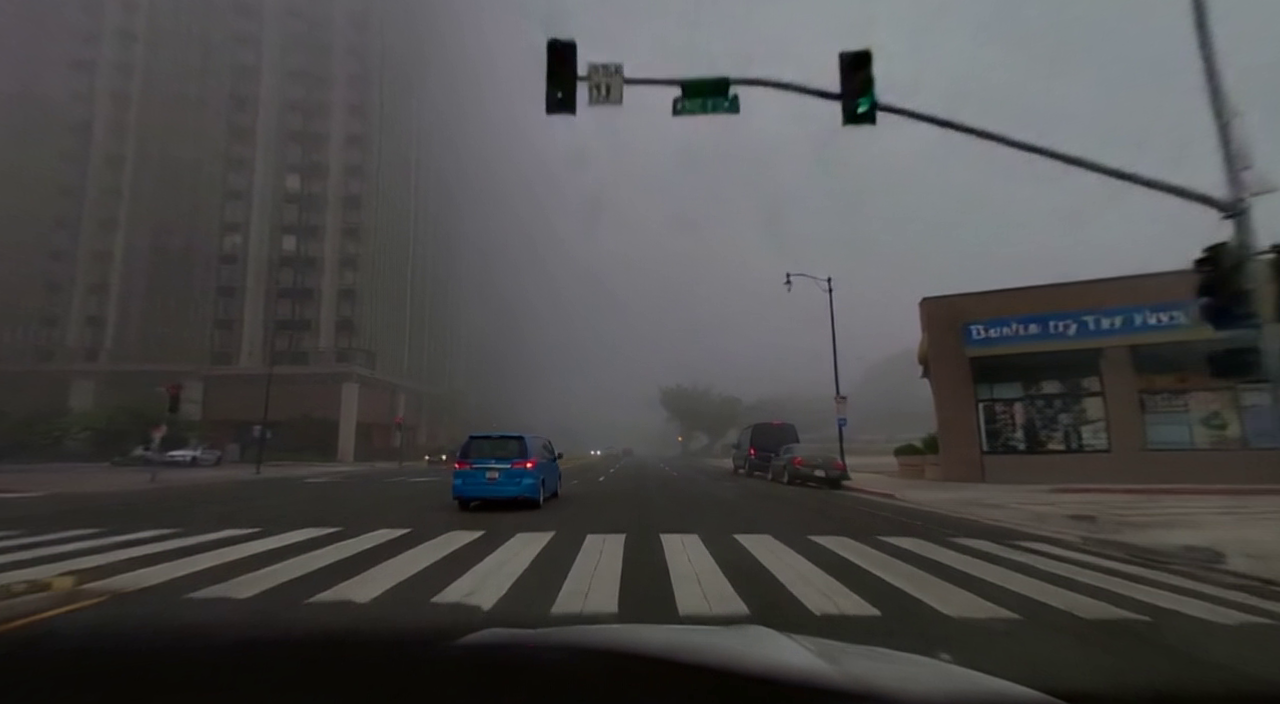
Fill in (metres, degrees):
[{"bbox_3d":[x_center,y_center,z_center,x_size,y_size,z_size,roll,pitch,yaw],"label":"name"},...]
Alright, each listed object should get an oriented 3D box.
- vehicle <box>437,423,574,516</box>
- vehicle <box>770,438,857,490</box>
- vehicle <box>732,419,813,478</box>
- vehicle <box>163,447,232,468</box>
[{"bbox_3d":[-2.725,2.491,13.761,2.080,1.722,3.766,0,-9,1],"label":"vehicle"},{"bbox_3d":[6.437,4.192,23.948,1.942,1.753,4.912,0,-8,0],"label":"vehicle"},{"bbox_3d":[6.261,4.708,30.789,2.642,2.582,6.157,0,-9,0],"label":"vehicle"},{"bbox_3d":[-33.533,7.983,47.895,1.794,1.478,4.992,0,-8,-2],"label":"vehicle"}]
